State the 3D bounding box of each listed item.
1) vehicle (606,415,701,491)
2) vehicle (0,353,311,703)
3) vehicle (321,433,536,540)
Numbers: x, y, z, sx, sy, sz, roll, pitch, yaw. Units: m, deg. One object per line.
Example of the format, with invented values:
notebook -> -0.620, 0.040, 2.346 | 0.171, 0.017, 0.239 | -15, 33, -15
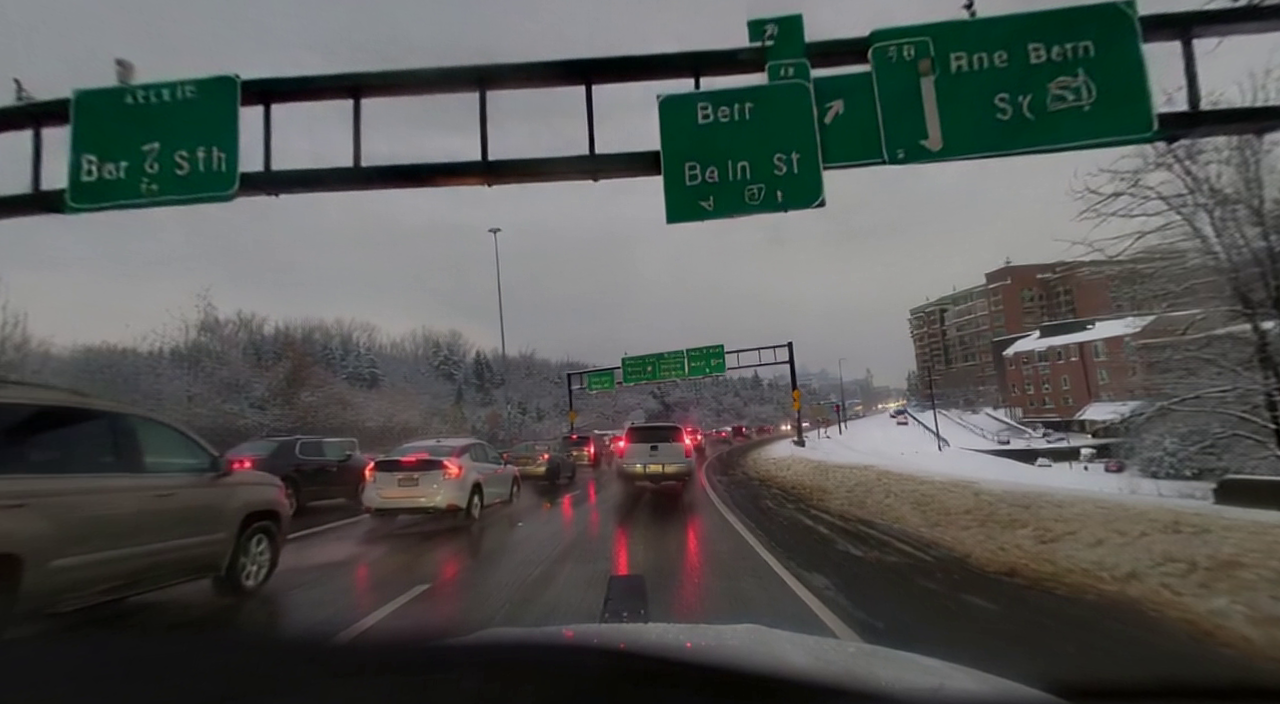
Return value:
vehicle -> 0.524, 3.213, 20.342 | 2.616, 2.063, 5.933 | 0, -9, 3
vehicle -> -4.207, 1.079, 4.106 | 1.850, 1.862, 4.150 | 0, -9, 0
vehicle -> -3.420, 2.282, 11.491 | 1.998, 1.494, 5.020 | 0, -9, 3
